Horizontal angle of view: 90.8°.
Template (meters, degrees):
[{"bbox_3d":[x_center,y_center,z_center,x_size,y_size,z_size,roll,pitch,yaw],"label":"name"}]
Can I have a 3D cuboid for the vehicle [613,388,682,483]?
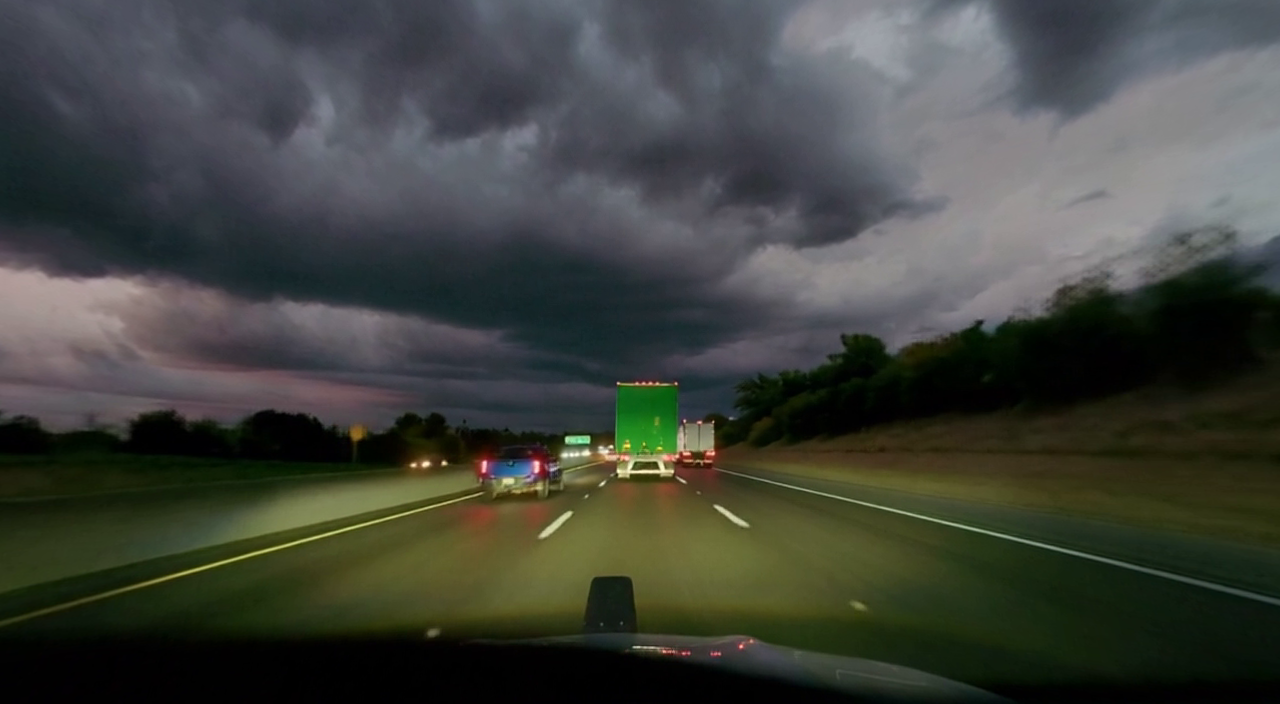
[{"bbox_3d":[0.296,4.418,32.600,2.932,4.042,11.054,0,-9,0],"label":"vehicle"}]

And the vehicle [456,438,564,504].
[{"bbox_3d":[-3.572,3.359,18.258,2.173,1.657,4.401,0,-9,0],"label":"vehicle"}]
